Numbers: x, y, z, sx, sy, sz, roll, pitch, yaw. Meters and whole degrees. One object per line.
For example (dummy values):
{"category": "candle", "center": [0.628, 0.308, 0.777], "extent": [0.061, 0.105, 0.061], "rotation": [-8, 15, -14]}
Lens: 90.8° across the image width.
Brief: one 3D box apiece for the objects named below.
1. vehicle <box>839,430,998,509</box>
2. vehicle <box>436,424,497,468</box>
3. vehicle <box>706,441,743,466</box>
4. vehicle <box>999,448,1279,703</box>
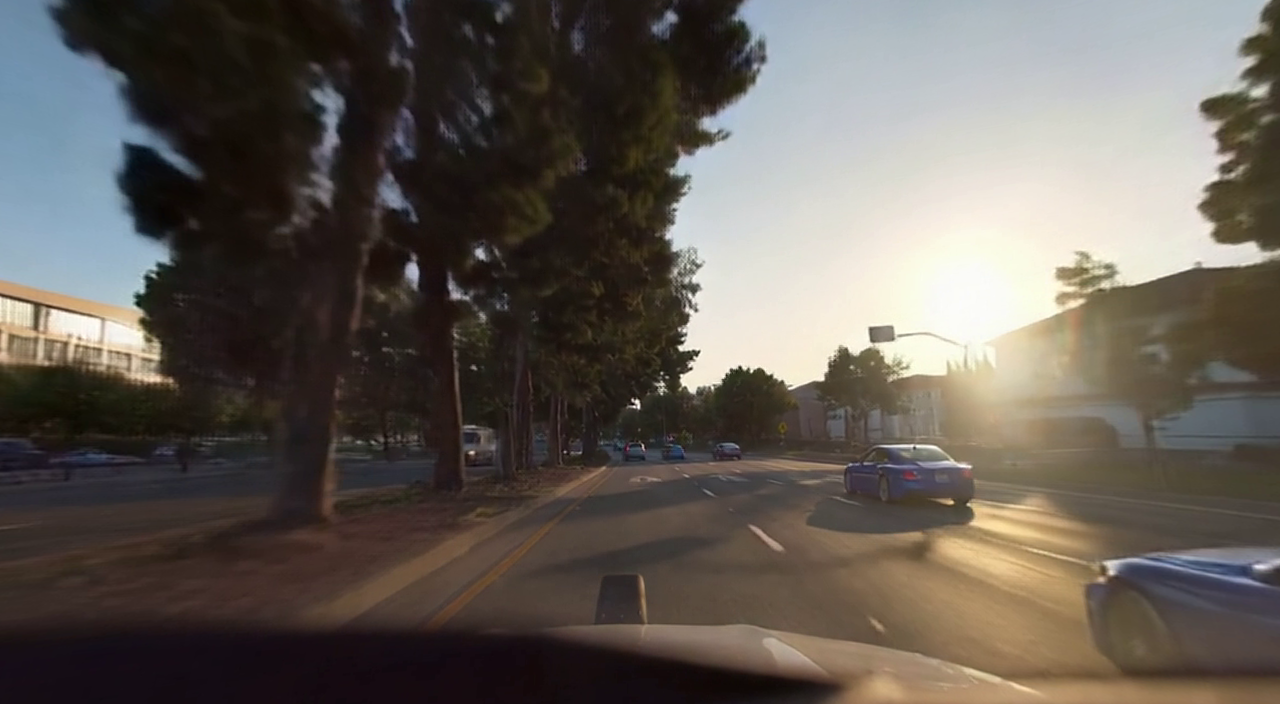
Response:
{"category": "vehicle", "center": [6.831, 2.919, 16.156], "extent": [1.987, 1.730, 4.373], "rotation": [0, -9, -1]}
{"category": "vehicle", "center": [-11.140, 6.099, 41.099], "extent": [2.300, 2.636, 5.986], "rotation": [0, -9, -1]}
{"category": "vehicle", "center": [6.055, 7.346, 45.846], "extent": [1.931, 1.685, 4.054], "rotation": [0, -9, -3]}
{"category": "vehicle", "center": [3.371, 0.973, 1.918], "extent": [1.990, 1.347, 4.388], "rotation": [0, -9, 0]}
